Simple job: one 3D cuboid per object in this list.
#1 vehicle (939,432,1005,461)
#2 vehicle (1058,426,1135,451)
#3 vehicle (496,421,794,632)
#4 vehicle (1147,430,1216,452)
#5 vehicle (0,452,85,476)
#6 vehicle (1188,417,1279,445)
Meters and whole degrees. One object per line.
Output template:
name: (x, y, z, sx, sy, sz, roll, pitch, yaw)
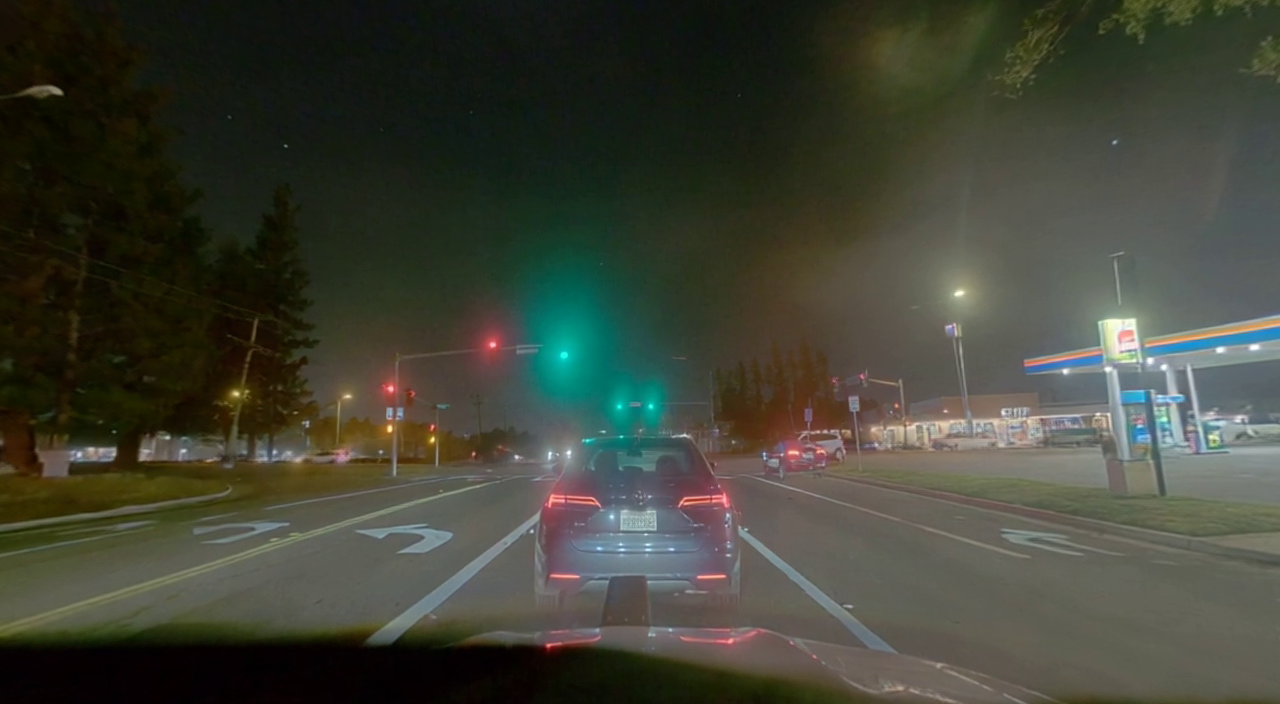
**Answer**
vehicle: (18.395, 5.235, 34.851, 2.053, 1.495, 4.091, -8, -12, 44)
vehicle: (34.649, 6.590, 47.895, 4.294, 1.557, 1.744, -4, -8, 1)
vehicle: (0.018, 1.539, 6.573, 2.112, 1.482, 4.057, 0, -8, -1)
vehicle: (40.951, 6.719, 47.703, 3.573, 1.432, 1.604, -3, -8, 1)
vehicle: (-39.296, 7.209, 40.685, 4.813, 1.455, 1.889, 5, -10, -32)
vehicle: (36.324, 4.856, 38.477, 1.848, 1.581, 4.475, -1, -8, 3)
